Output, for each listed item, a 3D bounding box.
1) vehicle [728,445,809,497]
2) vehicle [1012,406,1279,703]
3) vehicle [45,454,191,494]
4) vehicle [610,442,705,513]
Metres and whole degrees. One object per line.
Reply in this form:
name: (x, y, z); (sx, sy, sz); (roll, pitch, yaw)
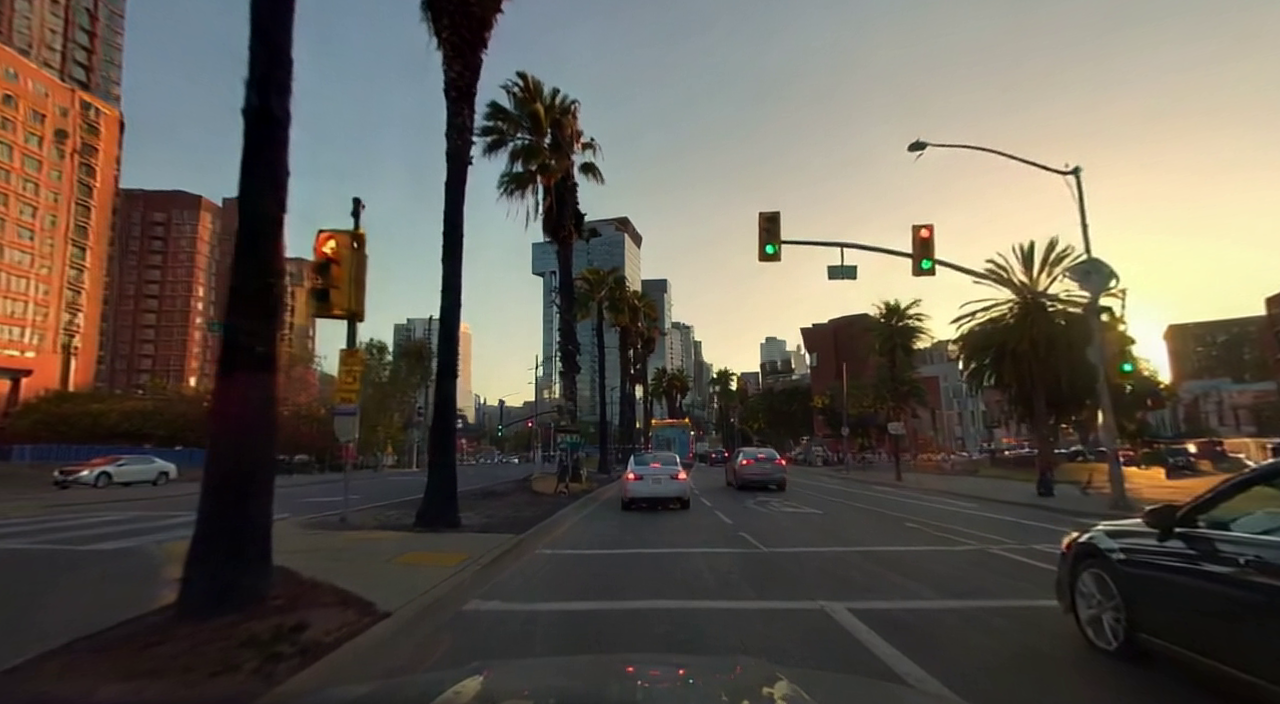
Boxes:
vehicle: (3.975, 3.723, 20.108); (1.909, 1.500, 3.524); (0, -9, 1)
vehicle: (3.585, 0.916, 2.218); (1.920, 1.490, 4.417); (0, -9, 1)
vehicle: (-22.210, 5.177, 27.172); (1.809, 1.472, 4.601); (-2, -9, 13)
vehicle: (0.428, 2.997, 15.541); (2.048, 1.503, 3.681); (0, -9, 2)
